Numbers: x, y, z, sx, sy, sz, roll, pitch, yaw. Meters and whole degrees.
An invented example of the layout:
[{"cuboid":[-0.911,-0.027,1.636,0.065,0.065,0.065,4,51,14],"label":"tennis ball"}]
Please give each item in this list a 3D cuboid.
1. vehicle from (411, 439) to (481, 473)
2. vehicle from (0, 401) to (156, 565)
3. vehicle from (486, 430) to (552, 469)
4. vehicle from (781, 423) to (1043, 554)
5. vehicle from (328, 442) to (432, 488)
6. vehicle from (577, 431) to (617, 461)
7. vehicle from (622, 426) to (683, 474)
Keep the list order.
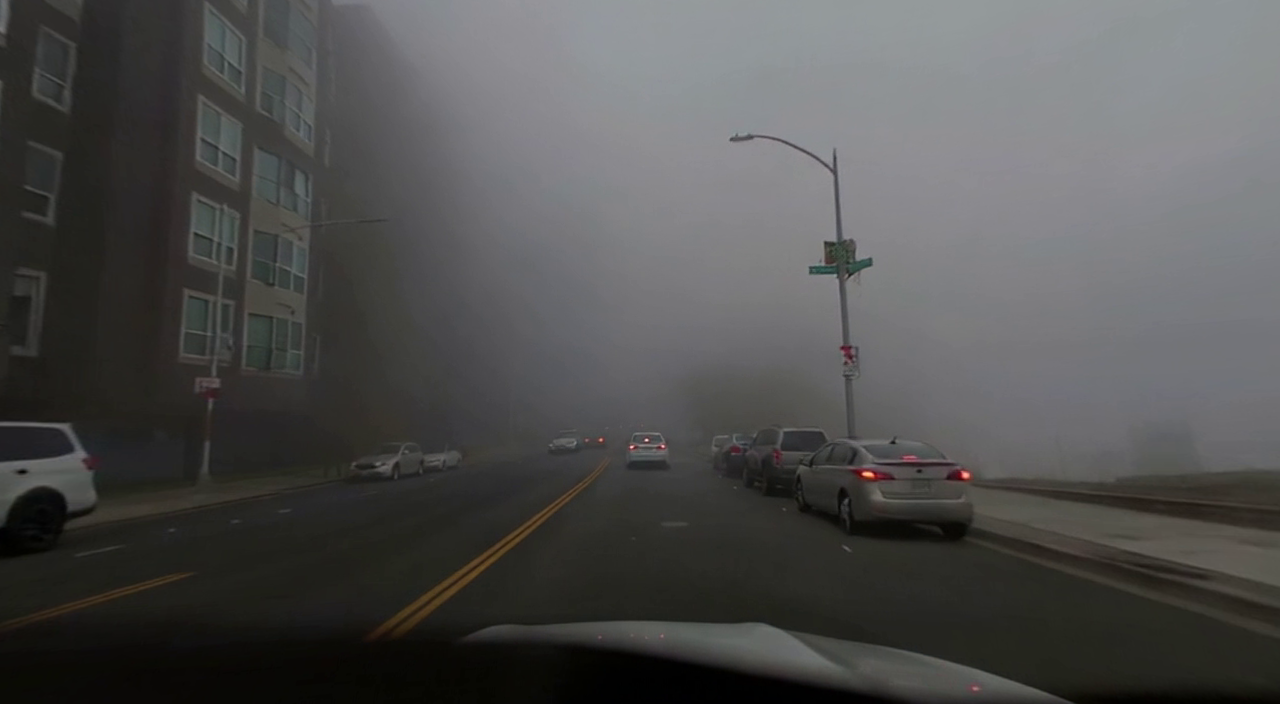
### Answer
[{"cuboid":[-9.357,5.050,30.799,2.002,1.546,4.339,0,-8,0],"label":"vehicle"},{"cuboid":[-9.266,1.608,7.619,2.457,2.048,5.461,0,-8,0],"label":"vehicle"},{"cuboid":[-6.075,4.976,32.352,2.345,1.831,4.828,0,-8,1],"label":"vehicle"},{"cuboid":[3.599,1.891,9.470,2.033,1.470,4.502,0,-8,2],"label":"vehicle"},{"cuboid":[-9.256,4.028,22.904,2.021,1.474,4.337,0,-8,-2],"label":"vehicle"},{"cuboid":[-2.653,5.968,39.997,2.219,1.746,4.197,0,-8,0],"label":"vehicle"},{"cuboid":[0.500,3.929,25.441,2.261,1.740,4.065,0,-8,1],"label":"vehicle"}]
